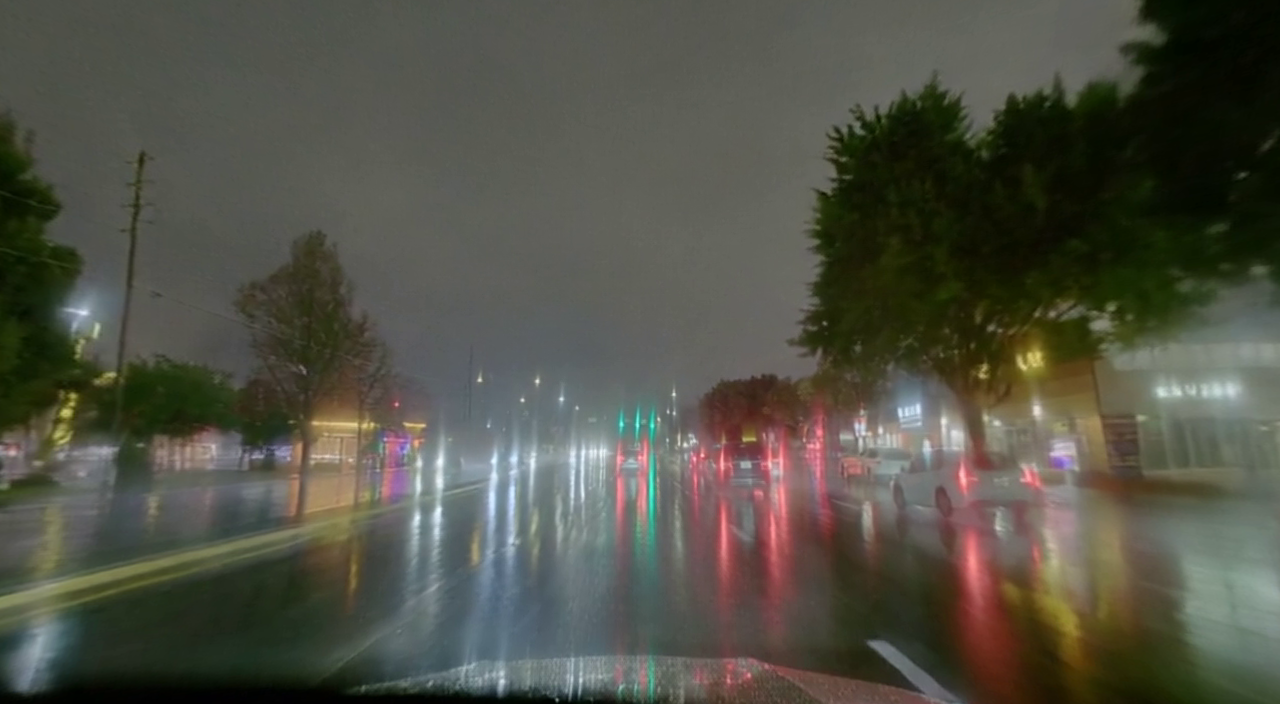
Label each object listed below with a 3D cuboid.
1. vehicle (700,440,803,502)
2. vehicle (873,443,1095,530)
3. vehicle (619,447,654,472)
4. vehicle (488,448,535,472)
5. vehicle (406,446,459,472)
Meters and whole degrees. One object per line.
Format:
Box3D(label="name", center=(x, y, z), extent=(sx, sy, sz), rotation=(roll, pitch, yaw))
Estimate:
Box3D(label="vehicle", center=(3.052, 3.377, 18.420), extent=(2.072, 1.545, 4.578), rotation=(0, -9, -1))
Box3D(label="vehicle", center=(6.685, 2.632, 13.033), extent=(1.952, 1.449, 4.544), rotation=(0, -9, -1))
Box3D(label="vehicle", center=(-0.200, 6.667, 39.519), extent=(2.052, 1.461, 4.324), rotation=(0, -9, 0))
Box3D(label="vehicle", center=(-8.377, 7.048, 41.546), extent=(2.050, 1.499, 4.816), rotation=(0, -9, 1))
Box3D(label="vehicle", center=(-15.473, 7.964, 47.419), extent=(2.060, 1.831, 5.414), rotation=(0, -9, 1))
